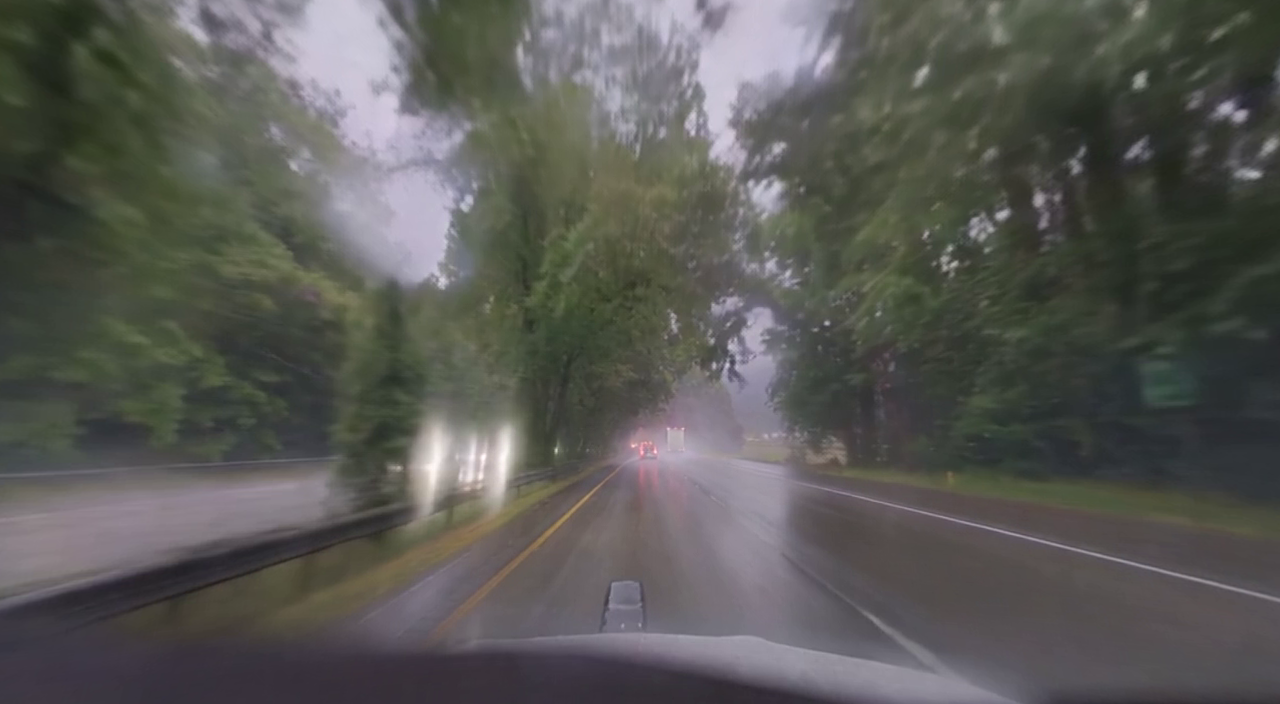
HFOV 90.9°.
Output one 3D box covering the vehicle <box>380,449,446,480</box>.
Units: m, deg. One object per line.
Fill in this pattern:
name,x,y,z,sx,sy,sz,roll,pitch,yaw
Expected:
vehicle,-11.500,5.717,32.256,1.843,1.437,4.235,0,-9,-1
